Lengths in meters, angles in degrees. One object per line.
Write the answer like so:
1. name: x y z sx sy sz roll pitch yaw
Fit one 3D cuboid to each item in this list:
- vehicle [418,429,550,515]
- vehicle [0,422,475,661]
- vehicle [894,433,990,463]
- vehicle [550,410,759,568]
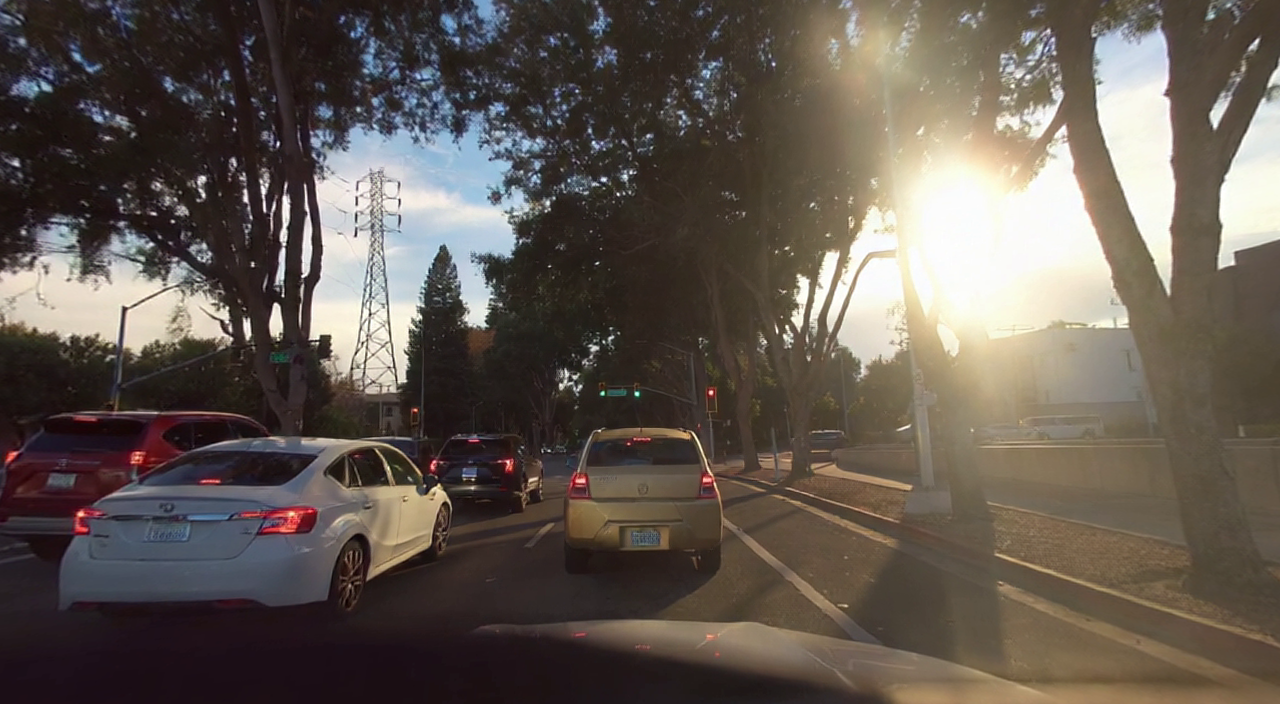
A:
1. vehicle: -3.265 2.579 14.038 1.997 1.636 3.760 0 -8 -1
2. vehicle: -3.171 1.517 6.255 1.973 1.469 4.448 0 -8 -1
3. vehicle: 15.098 4.809 31.718 3.858 1.437 1.899 0 -8 -4
4. vehicle: 0.087 1.775 8.943 2.239 1.661 4.224 0 -8 -2
